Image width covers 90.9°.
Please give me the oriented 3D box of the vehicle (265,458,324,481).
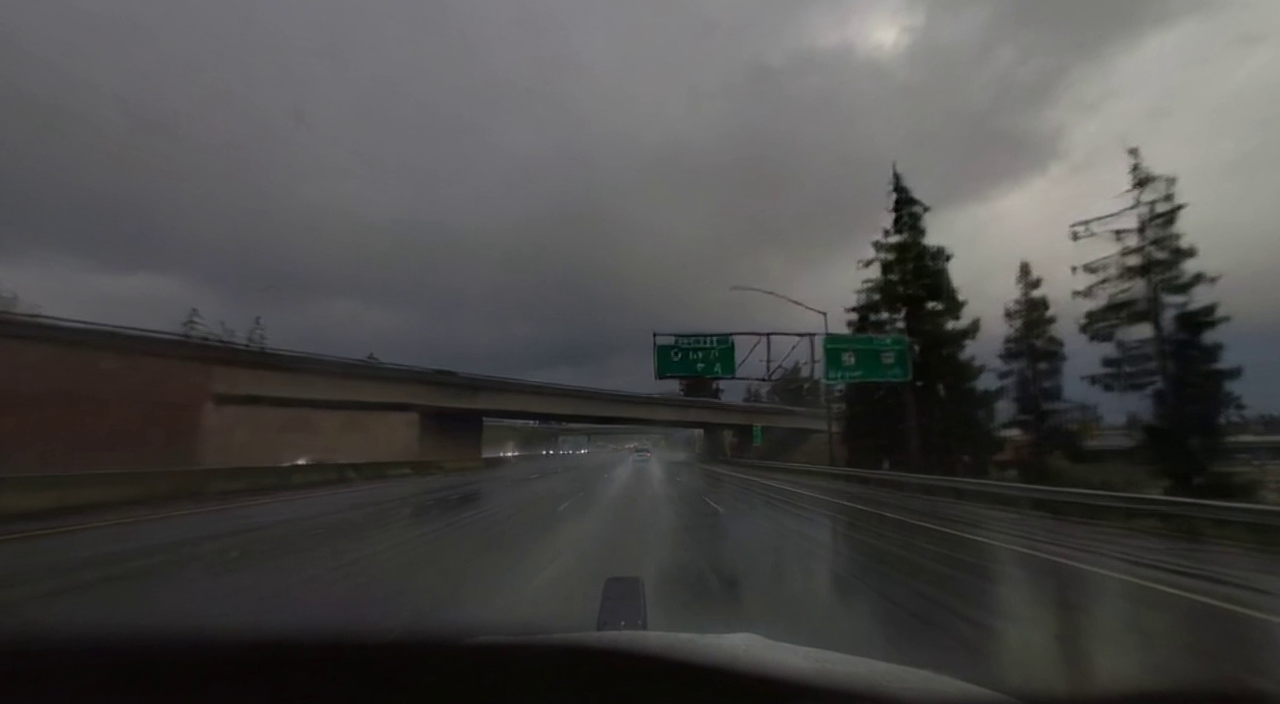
[{"bbox_3d":[-23.637,8.049,43.265,1.705,1.410,3.956,0,-9,0],"label":"vehicle"}]
